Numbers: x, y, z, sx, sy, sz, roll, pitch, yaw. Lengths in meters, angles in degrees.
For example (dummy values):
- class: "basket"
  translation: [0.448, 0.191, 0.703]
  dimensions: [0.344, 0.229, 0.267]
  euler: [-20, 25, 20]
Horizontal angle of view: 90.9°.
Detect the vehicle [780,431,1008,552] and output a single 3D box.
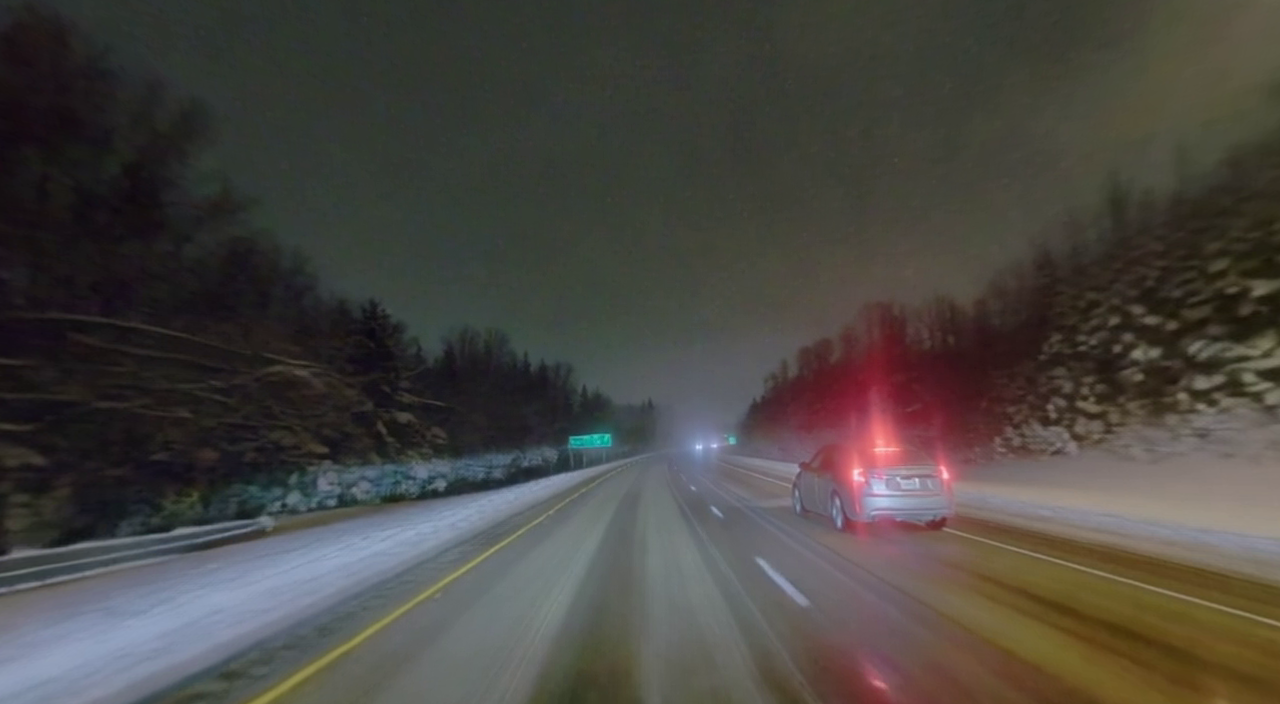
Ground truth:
- class: "vehicle"
  translation: [3.690, 2.081, 10.115]
  dimensions: [1.997, 1.515, 4.025]
  euler: [0, -8, 0]
